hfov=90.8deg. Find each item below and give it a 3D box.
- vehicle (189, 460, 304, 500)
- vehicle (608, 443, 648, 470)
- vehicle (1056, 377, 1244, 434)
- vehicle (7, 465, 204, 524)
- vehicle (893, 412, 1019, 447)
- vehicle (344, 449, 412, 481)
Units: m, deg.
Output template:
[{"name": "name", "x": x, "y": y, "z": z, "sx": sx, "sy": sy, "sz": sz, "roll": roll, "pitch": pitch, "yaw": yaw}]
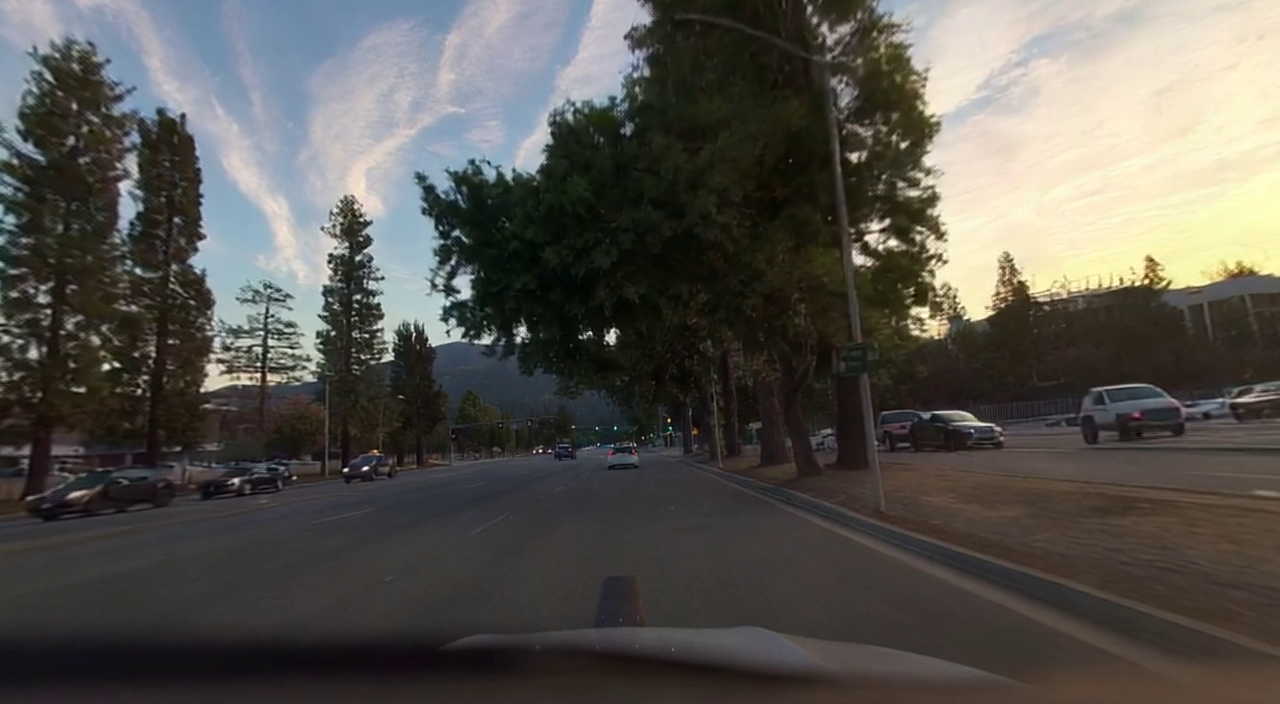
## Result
[{"name": "vehicle", "x": -17.006, "y": 5.518, "z": 27.660, "sx": 1.985, "sy": 1.471, "sz": 4.797, "roll": 0, "pitch": -8, "yaw": 0}, {"name": "vehicle", "x": -0.653, "y": 6.150, "z": 37.462, "sx": 2.235, "sy": 1.500, "sz": 4.420, "roll": 0, "pitch": -8, "yaw": 0}, {"name": "vehicle", "x": 15.133, "y": 1.668, "z": 18.881, "sx": 3.956, "sy": 1.504, "sz": 2.170, "roll": 2, "pitch": -9, "yaw": -9}, {"name": "vehicle", "x": -16.479, "y": 4.369, "z": 19.904, "sx": 2.058, "sy": 1.459, "sz": 4.704, "roll": 0, "pitch": -8, "yaw": 1}, {"name": "vehicle", "x": 13.188, "y": 3.275, "z": 26.579, "sx": 4.144, "sy": 1.407, "sz": 2.201, "roll": 0, "pitch": -8, "yaw": -1}, {"name": "vehicle", "x": -16.780, "y": 7.237, "z": 40.750, "sx": 2.342, "sy": 1.868, "sz": 4.758, "roll": 0, "pitch": -8, "yaw": 0}]
